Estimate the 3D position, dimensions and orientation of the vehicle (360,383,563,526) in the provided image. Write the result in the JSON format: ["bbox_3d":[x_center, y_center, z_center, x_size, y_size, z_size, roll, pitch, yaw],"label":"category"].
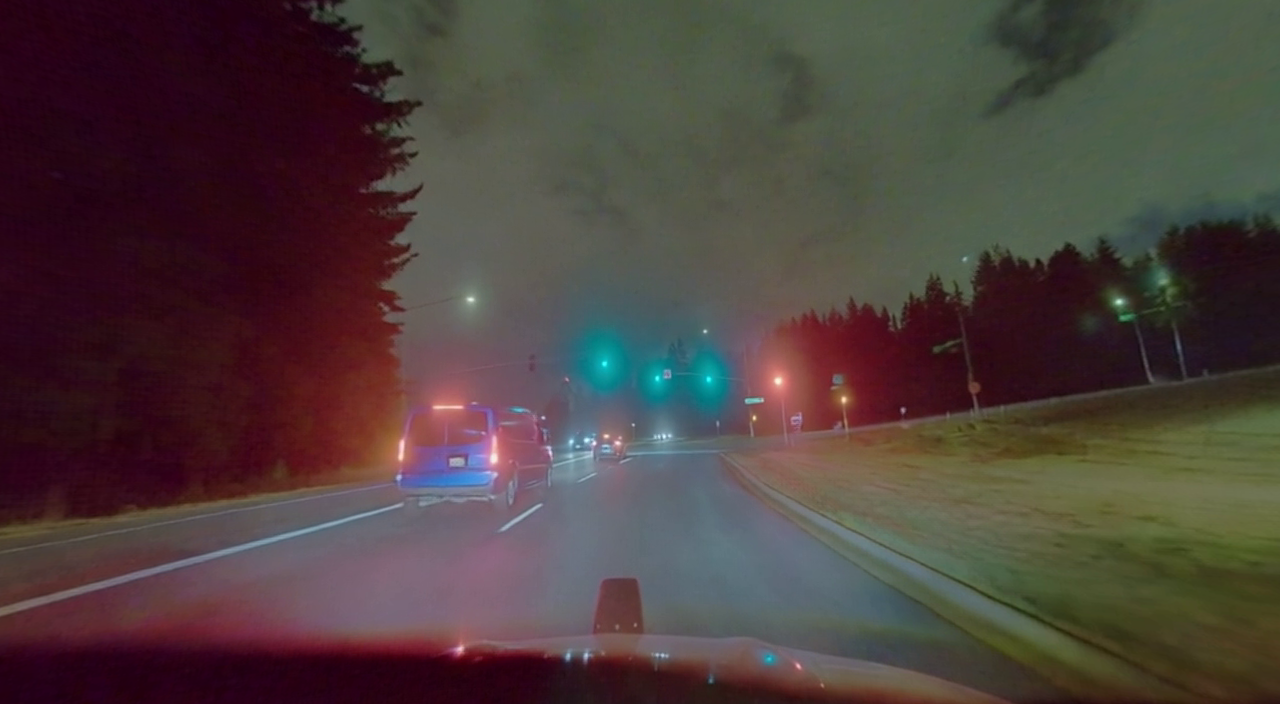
[{"bbox_3d":[-3.085,1.966,12.421,2.362,2.185,5.212,-1,-8,2],"label":"vehicle"}]

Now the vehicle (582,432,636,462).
[{"bbox_3d":[-1.576,5.082,33.879,2.088,1.484,4.572,-2,-8,8],"label":"vehicle"}]
